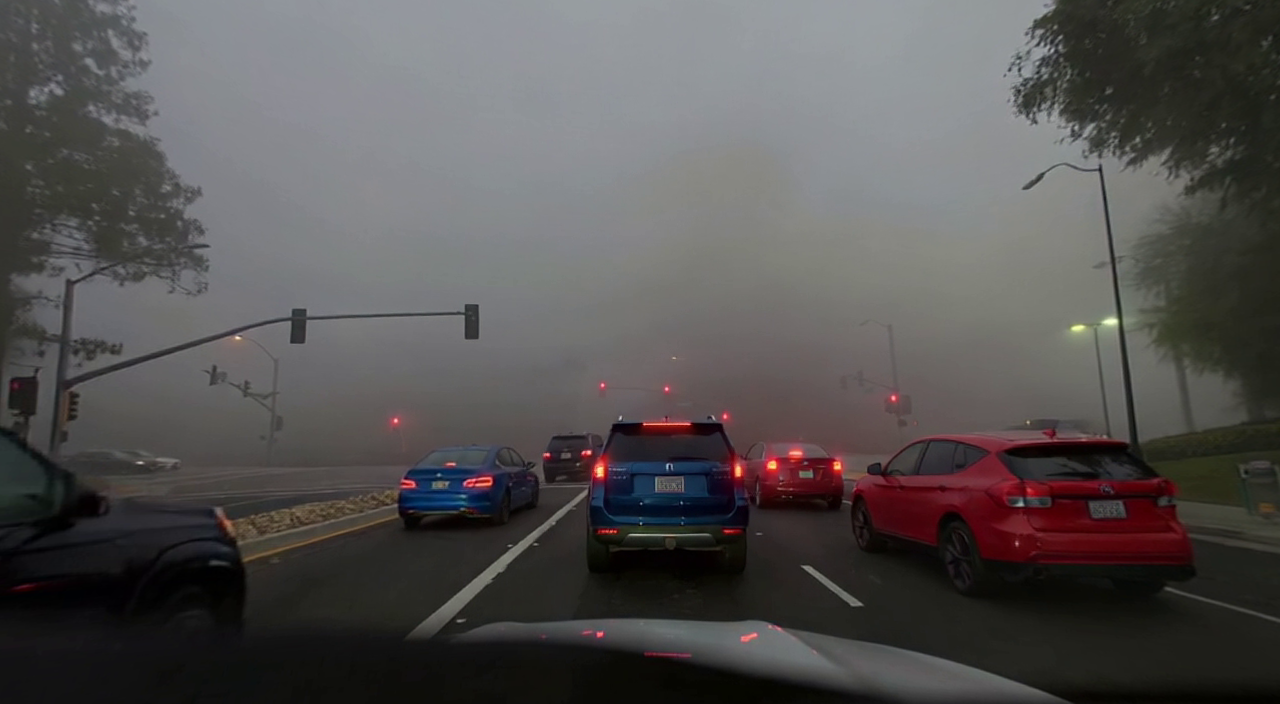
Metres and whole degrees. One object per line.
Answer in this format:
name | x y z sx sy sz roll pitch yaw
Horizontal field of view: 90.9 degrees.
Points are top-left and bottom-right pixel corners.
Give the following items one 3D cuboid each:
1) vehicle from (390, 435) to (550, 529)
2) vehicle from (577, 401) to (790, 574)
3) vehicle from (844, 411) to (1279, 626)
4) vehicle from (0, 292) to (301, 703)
vehicle | -3.026 2.402 12.273 1.876 1.497 4.308 0 -8 1
vehicle | 0.436 1.717 8.715 2.172 1.764 4.338 0 -8 0
vehicle | 3.911 1.545 6.803 1.954 1.592 3.992 0 -8 -2
vehicle | -3.112 0.610 1.305 2.054 1.814 4.941 0 -8 0
